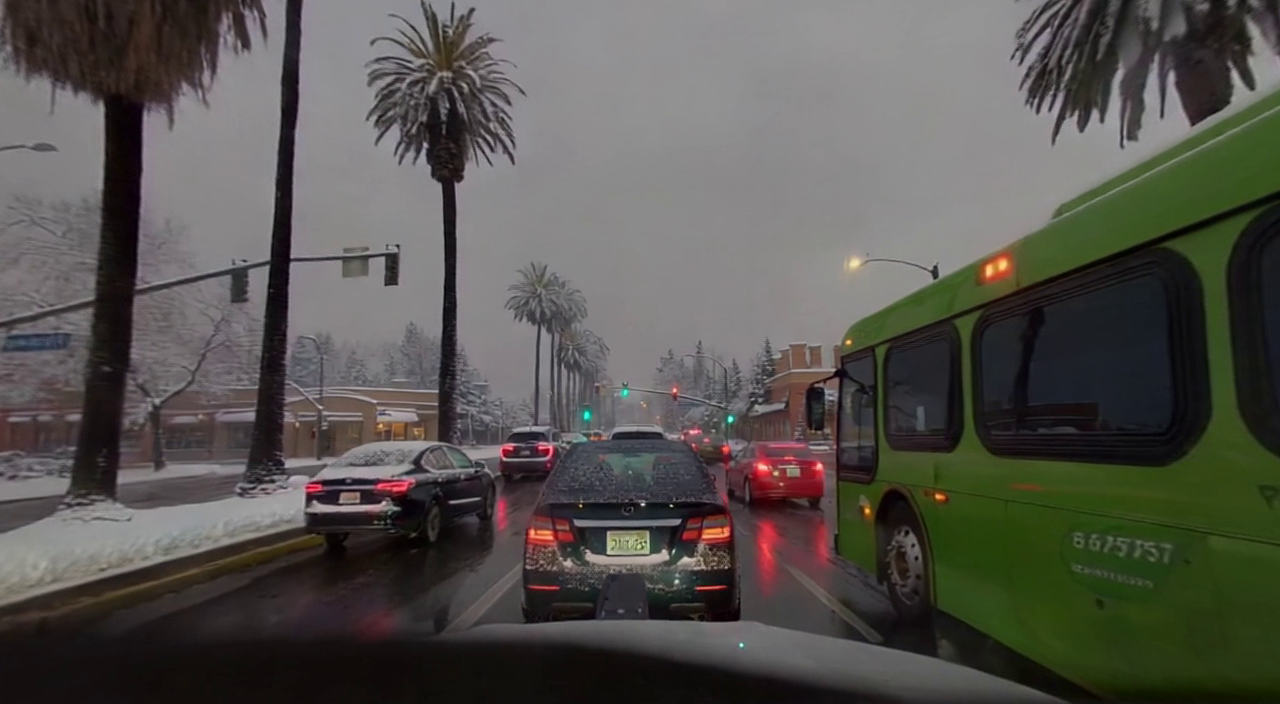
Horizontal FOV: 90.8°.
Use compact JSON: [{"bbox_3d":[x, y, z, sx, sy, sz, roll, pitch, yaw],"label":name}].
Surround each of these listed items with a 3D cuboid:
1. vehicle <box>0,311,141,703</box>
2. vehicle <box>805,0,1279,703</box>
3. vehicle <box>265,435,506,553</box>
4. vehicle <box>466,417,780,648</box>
[{"bbox_3d":[-3.562,0.483,0.491,2.145,1.824,4.974,0,-9,2],"label":"vehicle"},{"bbox_3d":[3.590,-0.455,1.299,3.068,4.026,13.534,0,-9,1],"label":"vehicle"},{"bbox_3d":[-3.552,2.050,9.835,1.919,1.415,4.178,0,-9,2],"label":"vehicle"},{"bbox_3d":[-0.124,1.478,6.148,2.060,1.499,3.831,0,-9,0],"label":"vehicle"}]
